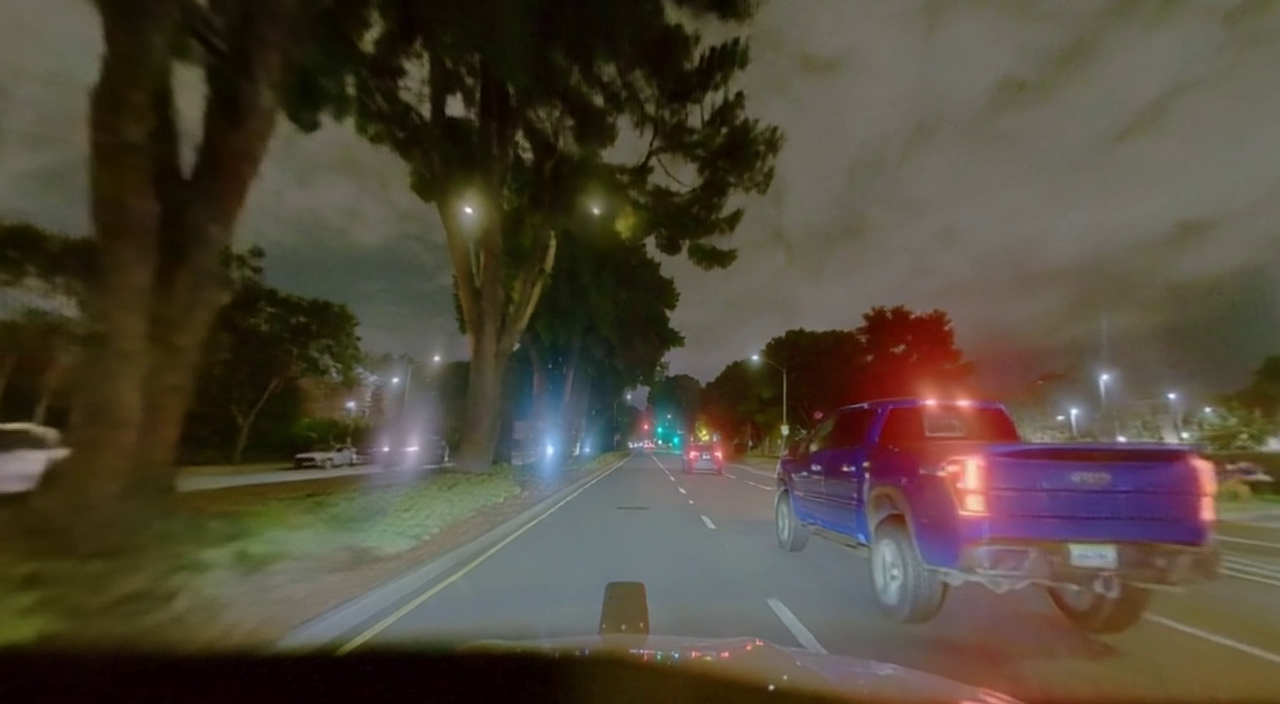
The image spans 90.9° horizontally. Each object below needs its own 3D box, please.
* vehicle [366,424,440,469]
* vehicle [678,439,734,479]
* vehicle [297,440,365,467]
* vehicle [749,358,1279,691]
[{"bbox_3d":[-14.612,5.880,39.315,2.359,2.543,5.850,0,-8,0],"label":"vehicle"},{"bbox_3d":[3.025,5.036,29.908,2.108,1.712,4.616,0,-8,-1],"label":"vehicle"},{"bbox_3d":[-19.207,6.320,39.439,2.002,1.525,4.353,0,-8,0],"label":"vehicle"},{"bbox_3d":[2.929,1.418,6.601,2.553,1.942,5.679,0,-8,0],"label":"vehicle"}]
